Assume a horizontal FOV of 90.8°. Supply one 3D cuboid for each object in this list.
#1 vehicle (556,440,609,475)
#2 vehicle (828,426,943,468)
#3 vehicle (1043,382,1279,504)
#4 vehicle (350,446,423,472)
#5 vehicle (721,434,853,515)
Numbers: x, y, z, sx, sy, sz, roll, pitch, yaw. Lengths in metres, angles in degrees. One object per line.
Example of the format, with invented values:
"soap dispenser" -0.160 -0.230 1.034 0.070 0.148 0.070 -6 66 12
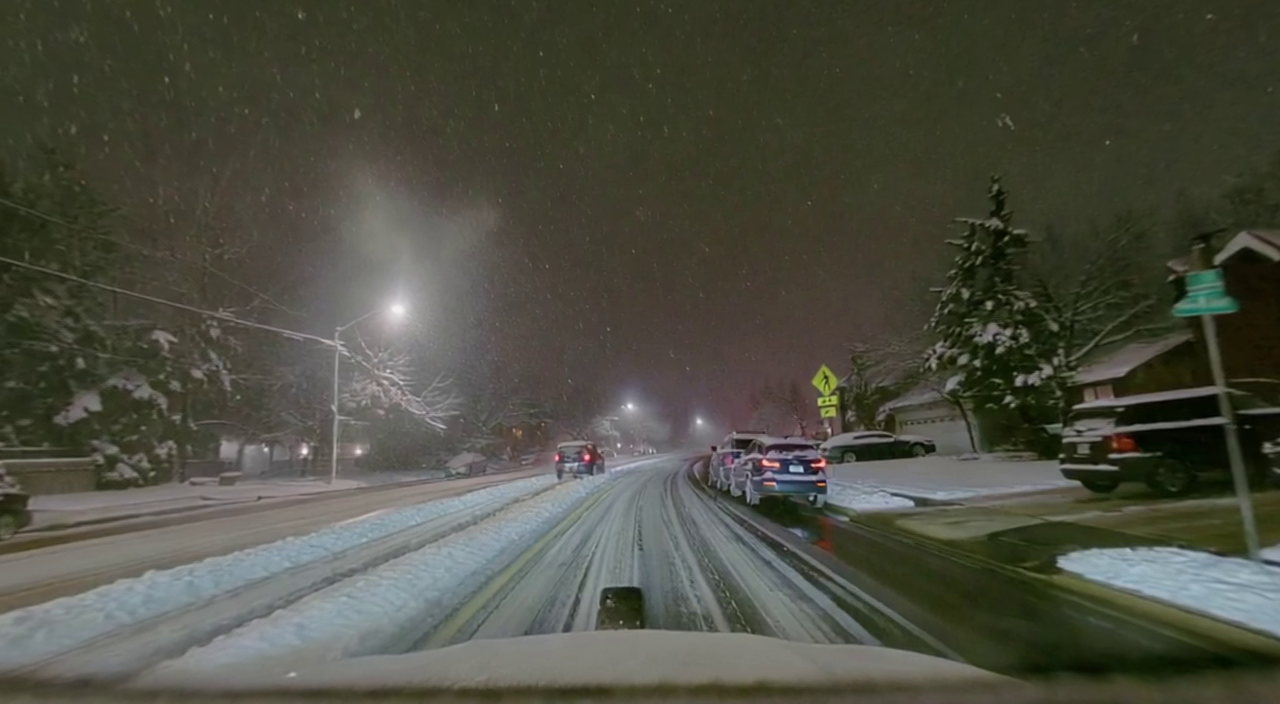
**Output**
"vehicle" -3.007 5.637 33.944 2.135 1.731 4.232 -1 -8 5
"vehicle" 12.533 4.895 32.561 5.036 1.782 2.098 -5 -9 9
"vehicle" 11.926 1.715 12.465 6.150 2.059 2.284 -3 -8 4
"vehicle" -18.873 7.983 47.125 4.628 1.808 1.899 0 -12 8
"vehicle" 3.480 2.996 16.143 2.147 1.725 4.927 0 -8 -1
